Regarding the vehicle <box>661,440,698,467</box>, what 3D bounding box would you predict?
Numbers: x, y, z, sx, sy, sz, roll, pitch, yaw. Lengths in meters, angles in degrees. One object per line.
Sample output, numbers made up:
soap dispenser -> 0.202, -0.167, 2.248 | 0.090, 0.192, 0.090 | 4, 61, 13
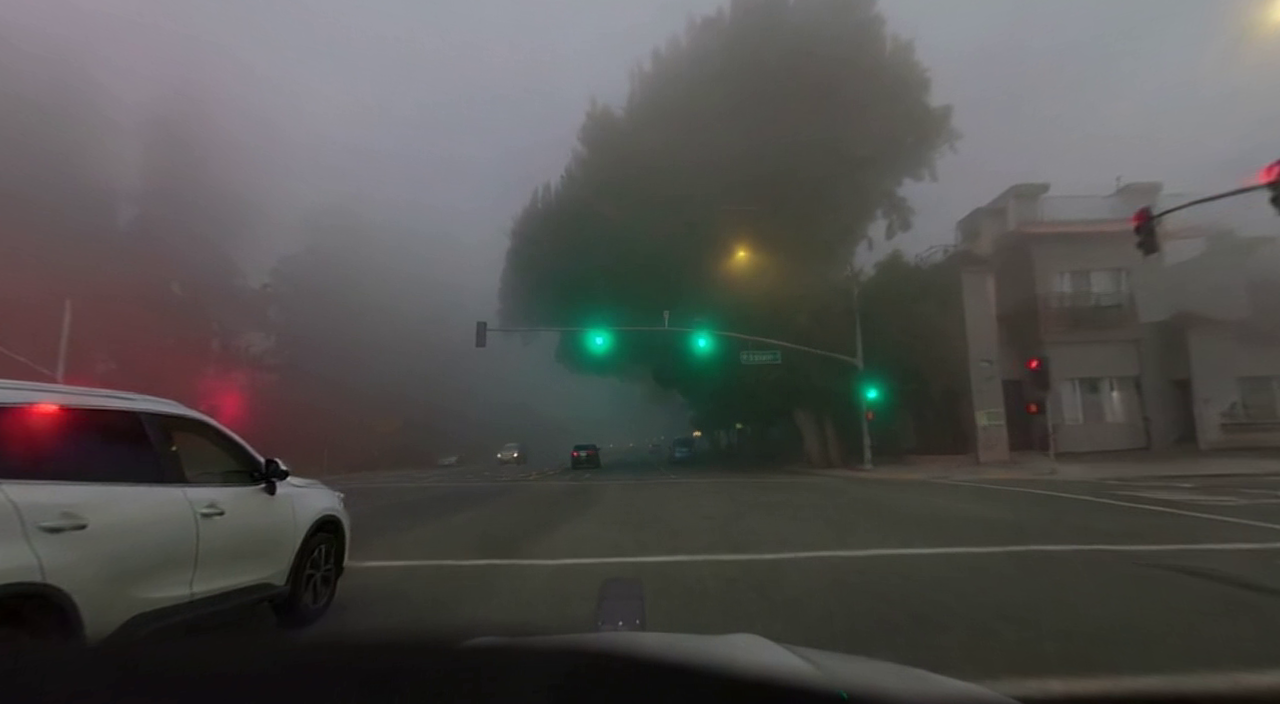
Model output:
vehicle -> 2.574, 6.744, 42.120 | 2.018, 1.719, 4.369 | 0, -8, -1

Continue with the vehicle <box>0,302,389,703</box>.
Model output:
vehicle -> -3.860, 1.002, 4.158 | 2.225, 1.984, 5.168 | 0, -8, 1

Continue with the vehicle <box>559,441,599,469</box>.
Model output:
vehicle -> -3.822, 6.534, 40.151 | 2.083, 1.685, 4.069 | 0, -8, 1
